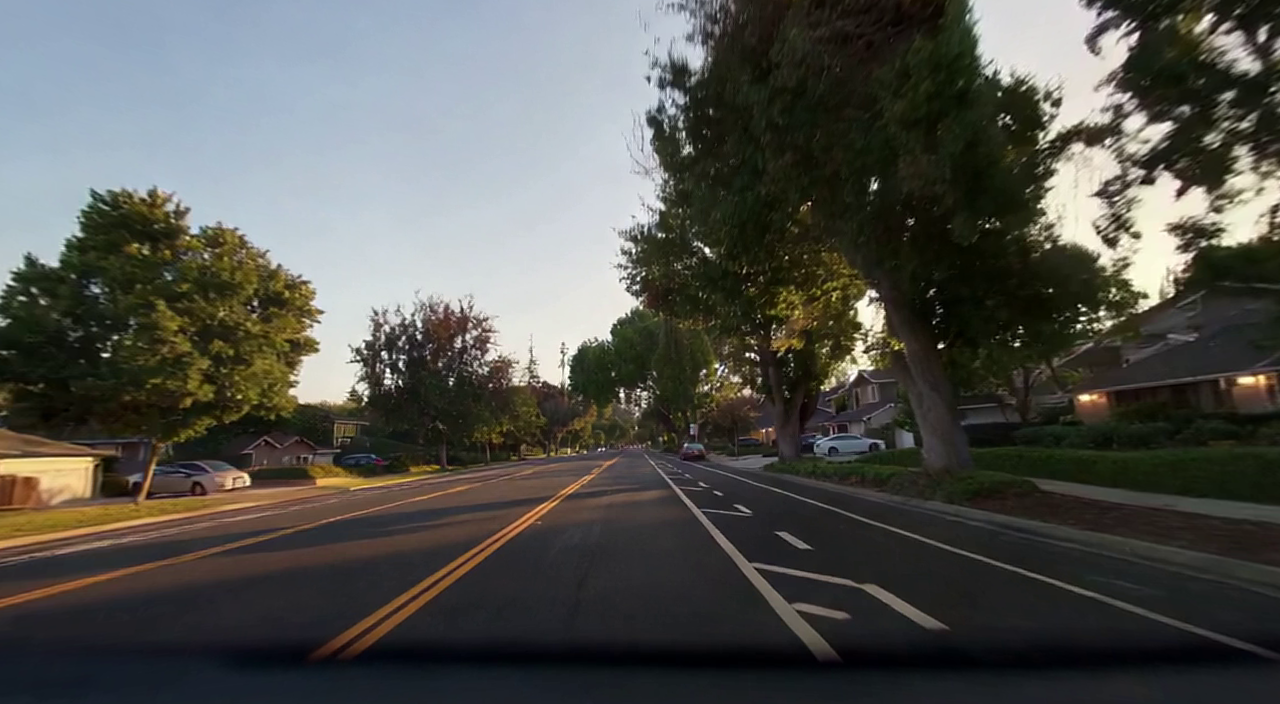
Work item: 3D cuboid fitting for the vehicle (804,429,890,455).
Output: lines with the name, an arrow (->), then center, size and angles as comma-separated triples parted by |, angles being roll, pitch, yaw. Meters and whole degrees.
vehicle -> 13.159, 5.736, 40.363 | 4.710, 1.612, 1.999 | 0, -8, -2

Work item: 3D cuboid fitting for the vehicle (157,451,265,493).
vehicle -> -21.022, 5.874, 31.268 | 2.128, 1.839, 4.830 | 1, -9, -4

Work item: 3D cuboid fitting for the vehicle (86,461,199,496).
vehicle -> -23.940, 6.082, 30.639 | 2.020, 1.477, 4.332 | 1, -9, -2
